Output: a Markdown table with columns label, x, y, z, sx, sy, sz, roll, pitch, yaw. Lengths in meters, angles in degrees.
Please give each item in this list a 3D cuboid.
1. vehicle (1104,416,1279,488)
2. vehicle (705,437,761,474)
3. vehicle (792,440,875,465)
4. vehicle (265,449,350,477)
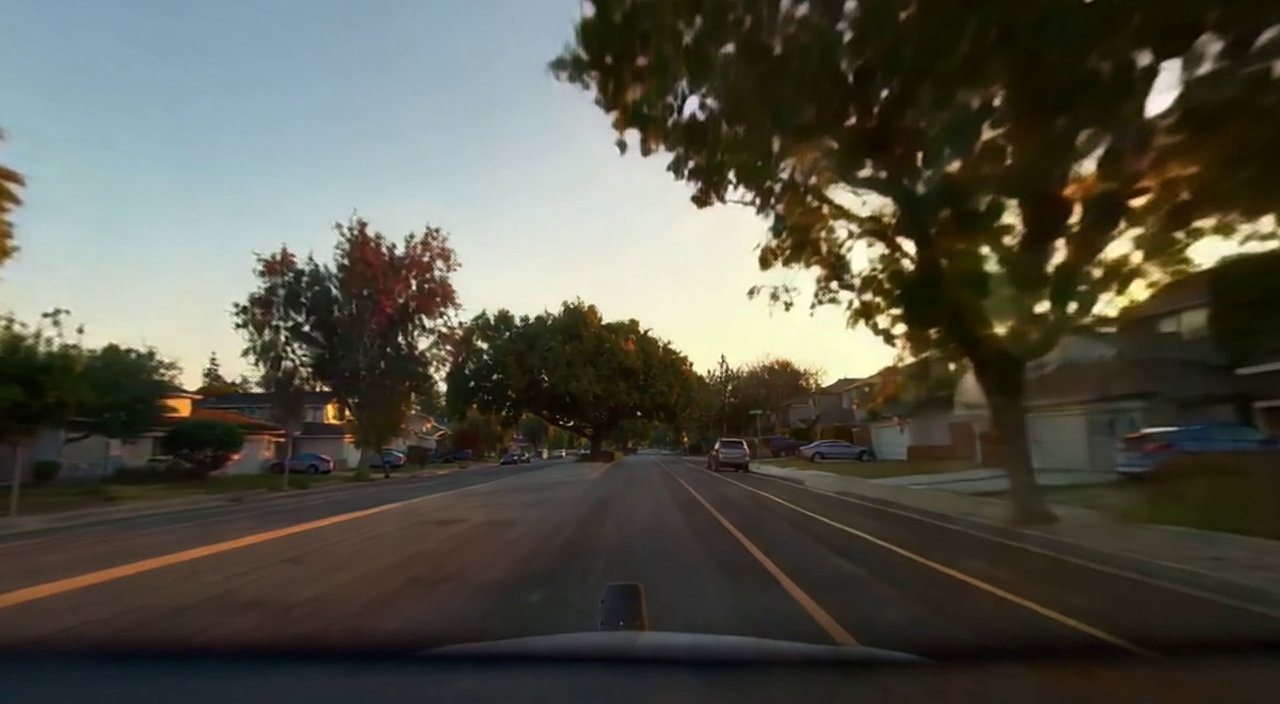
| label | x | y | z | sx | sy | sz | roll | pitch | yaw |
| --- | --- | --- | --- | --- | --- | --- | --- | --- | --- |
| vehicle | 13.942 | 2.285 | 14.833 | 4.570 | 1.502 | 1.877 | -1 | -7 | -1 |
| vehicle | 4.884 | 5.527 | 33.981 | 2.196 | 1.801 | 4.778 | 0 | -8 | -1 |
| vehicle | 12.135 | 6.306 | 39.755 | 4.577 | 1.490 | 1.903 | 0 | -8 | 0 |
| vehicle | -21.079 | 7.039 | 40.190 | 4.272 | 1.688 | 1.990 | 0 | -8 | -1 |
